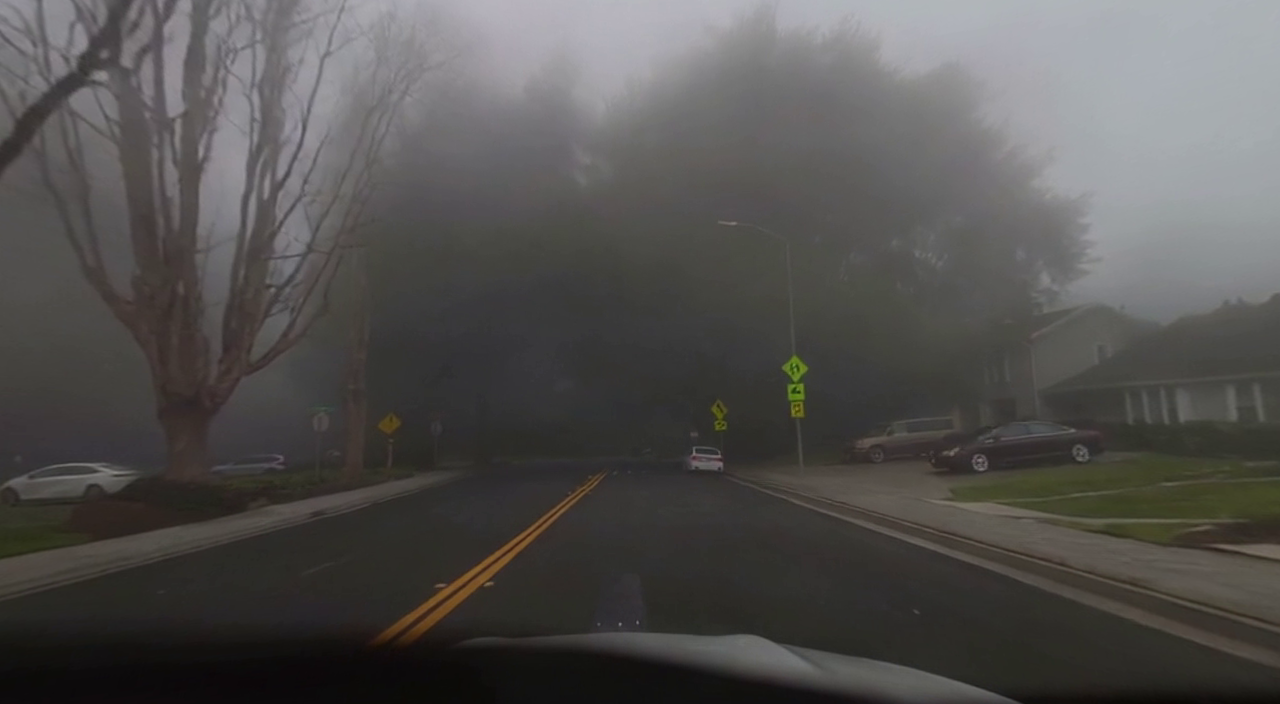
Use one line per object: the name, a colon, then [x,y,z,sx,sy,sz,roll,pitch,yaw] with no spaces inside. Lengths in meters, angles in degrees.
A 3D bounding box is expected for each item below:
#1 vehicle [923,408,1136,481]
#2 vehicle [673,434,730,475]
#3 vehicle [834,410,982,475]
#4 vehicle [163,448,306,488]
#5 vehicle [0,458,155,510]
vehicle: [11.070,2.692,18.256,4.750,1.658,1.902,-4,-10,1]
vehicle: [3.010,5.192,32.180,2.221,1.892,5.555,0,-9,-1]
vehicle: [10.297,3.516,24.570,4.653,1.979,1.998,-6,-9,0]
vehicle: [-19.637,5.564,30.825,2.059,1.746,5.388,-8,-12,42]
vehicle: [-18.960,4.233,20.571,4.691,1.483,1.955,8,-12,-44]
